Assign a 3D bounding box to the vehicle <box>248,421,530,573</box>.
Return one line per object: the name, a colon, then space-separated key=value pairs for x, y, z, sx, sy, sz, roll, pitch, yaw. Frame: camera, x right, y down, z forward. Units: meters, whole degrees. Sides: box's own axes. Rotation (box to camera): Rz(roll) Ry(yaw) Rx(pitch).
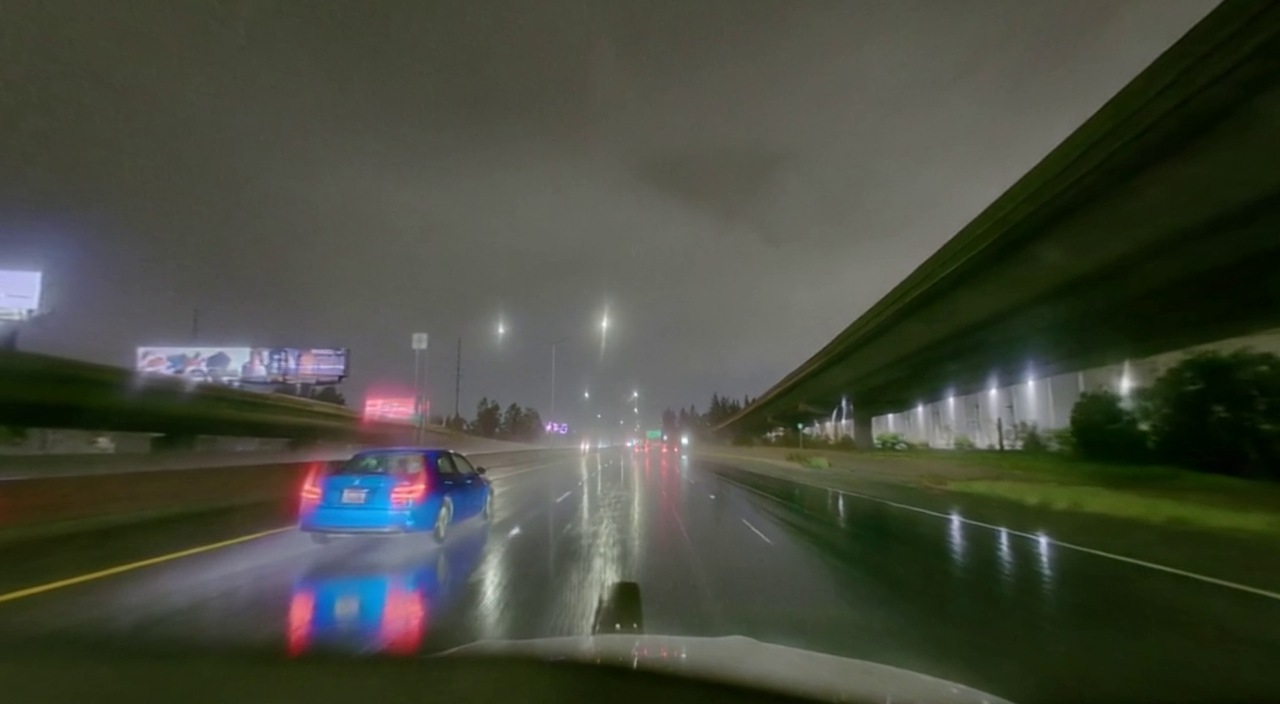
vehicle: x=-3.017 y=1.844 z=8.904 sx=2.029 sy=1.557 sz=4.570 roll=0 pitch=-8 yaw=1
